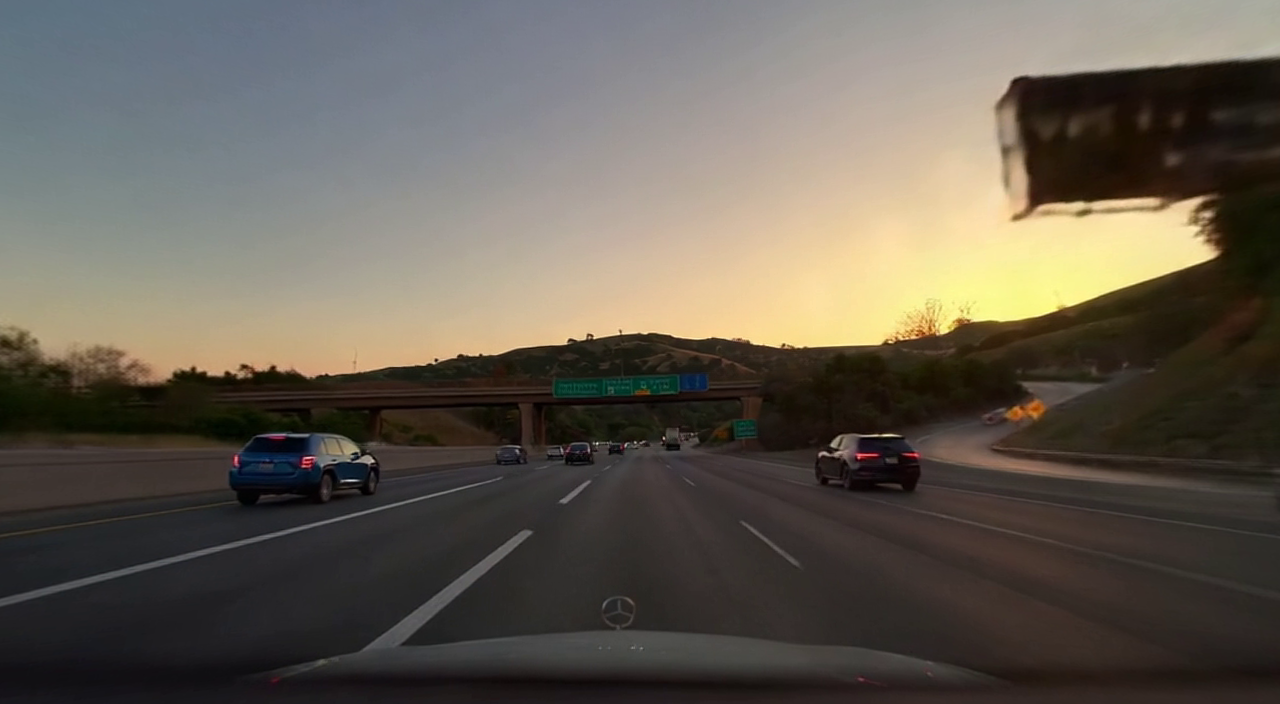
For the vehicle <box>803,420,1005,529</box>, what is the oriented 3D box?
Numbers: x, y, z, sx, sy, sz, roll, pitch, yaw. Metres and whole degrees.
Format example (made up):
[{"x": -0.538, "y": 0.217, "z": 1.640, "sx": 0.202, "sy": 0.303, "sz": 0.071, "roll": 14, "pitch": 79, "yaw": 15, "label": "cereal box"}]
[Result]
[{"x": 4.768, "y": 2.284, "z": 12.323, "sx": 1.950, "sy": 1.719, "sz": 4.545, "roll": 0, "pitch": -9, "yaw": 0, "label": "vehicle"}]

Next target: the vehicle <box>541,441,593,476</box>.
[{"x": -3.378, "y": 5.055, "z": 30.174, "sx": 1.925, "sy": 1.509, "sz": 4.363, "roll": 0, "pitch": -9, "yaw": 0, "label": "vehicle"}]

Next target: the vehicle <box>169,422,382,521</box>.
[{"x": -7.130, "y": 2.374, "z": 12.994, "sx": 1.860, "sy": 1.694, "sz": 4.173, "roll": 0, "pitch": -9, "yaw": 0, "label": "vehicle"}]
